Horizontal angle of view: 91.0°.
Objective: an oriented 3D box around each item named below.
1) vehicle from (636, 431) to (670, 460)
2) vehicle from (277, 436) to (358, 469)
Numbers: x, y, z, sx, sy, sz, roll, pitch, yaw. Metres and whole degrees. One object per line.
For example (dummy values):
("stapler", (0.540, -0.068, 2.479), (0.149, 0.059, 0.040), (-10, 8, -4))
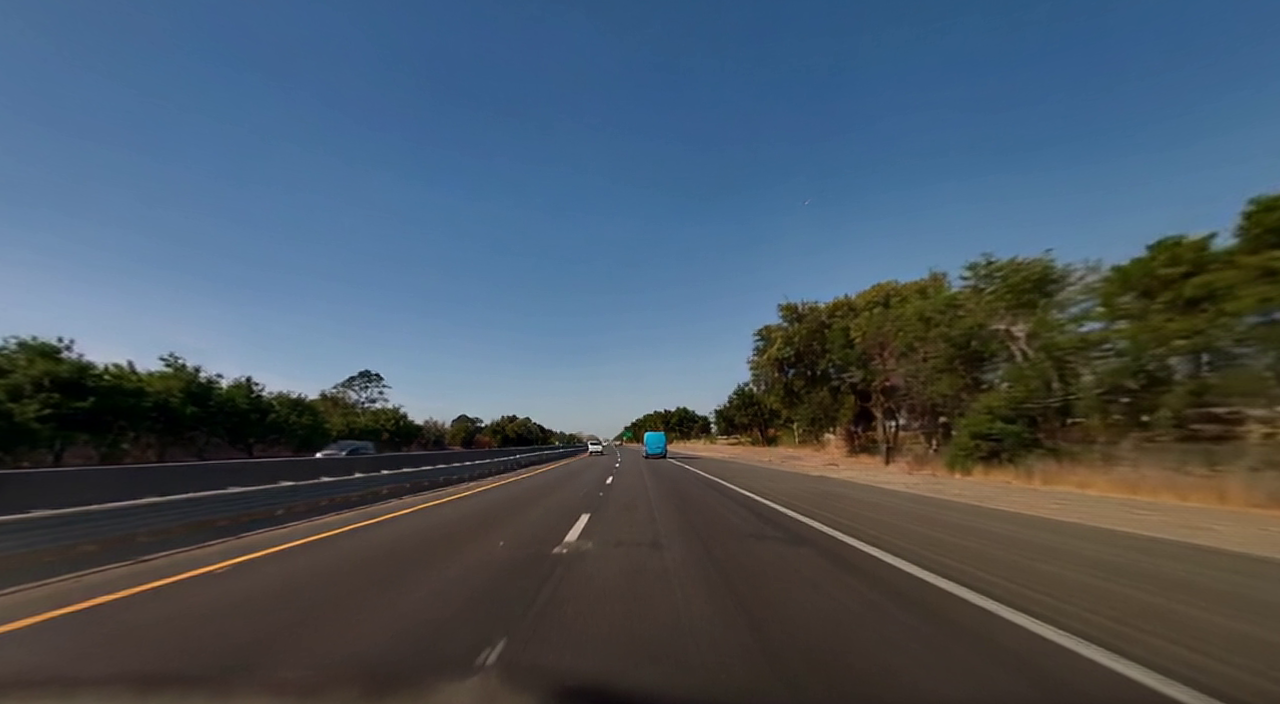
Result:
("vehicle", (0.909, 6.992, 47.282), (2.269, 2.048, 4.679), (0, -8, -2))
("vehicle", (-16.642, 5.172, 32.734), (1.956, 1.581, 4.350), (0, -8, 0))
